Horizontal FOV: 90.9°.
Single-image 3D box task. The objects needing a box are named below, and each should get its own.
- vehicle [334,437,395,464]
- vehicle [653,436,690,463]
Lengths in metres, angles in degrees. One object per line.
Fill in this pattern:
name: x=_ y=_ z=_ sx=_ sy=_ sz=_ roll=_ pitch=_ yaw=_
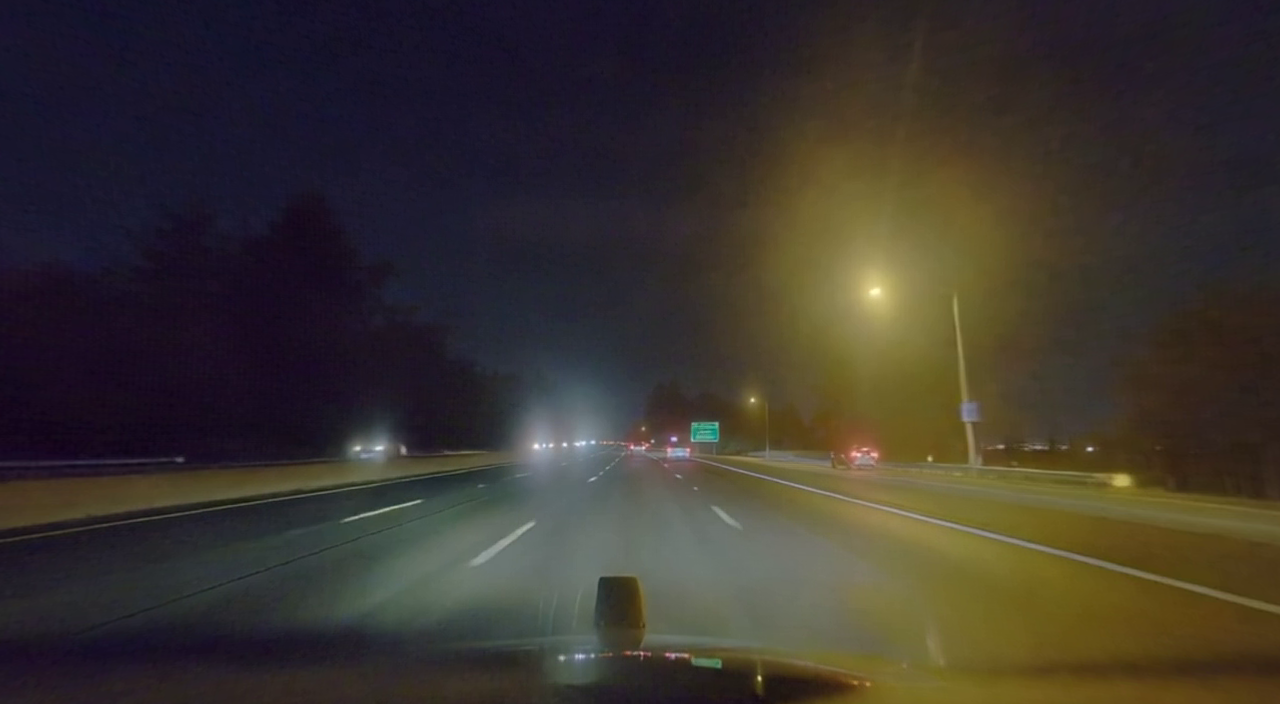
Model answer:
vehicle: x=-17.560 y=6.294 z=40.421 sx=1.949 sy=1.650 sz=4.483 roll=0 pitch=-8 yaw=-1
vehicle: x=2.391 y=7.568 z=49.145 sx=2.431 sy=1.916 sz=4.808 roll=0 pitch=-8 yaw=-2
